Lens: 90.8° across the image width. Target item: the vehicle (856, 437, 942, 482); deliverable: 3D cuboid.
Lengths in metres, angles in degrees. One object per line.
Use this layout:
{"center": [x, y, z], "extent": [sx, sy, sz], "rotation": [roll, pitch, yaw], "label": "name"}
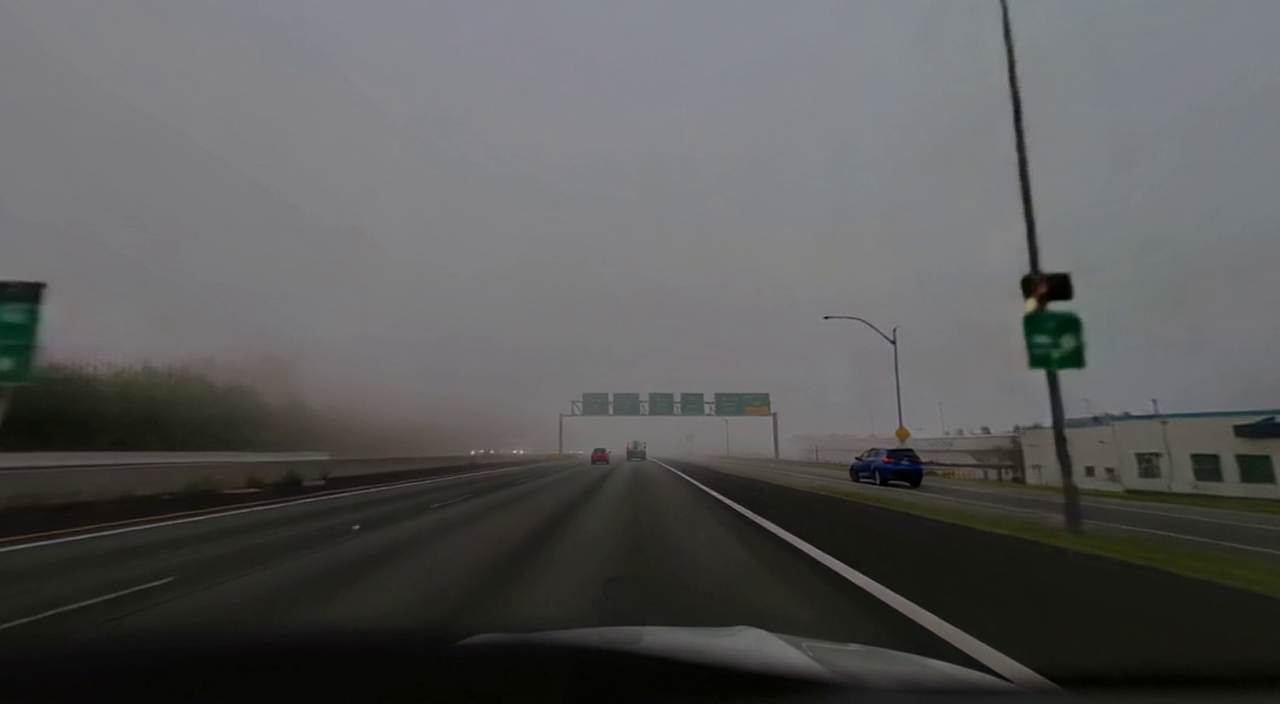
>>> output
{"center": [14.627, 6.105, 36.108], "extent": [2.411, 2.326, 5.300], "rotation": [0, -9, -3], "label": "vehicle"}
